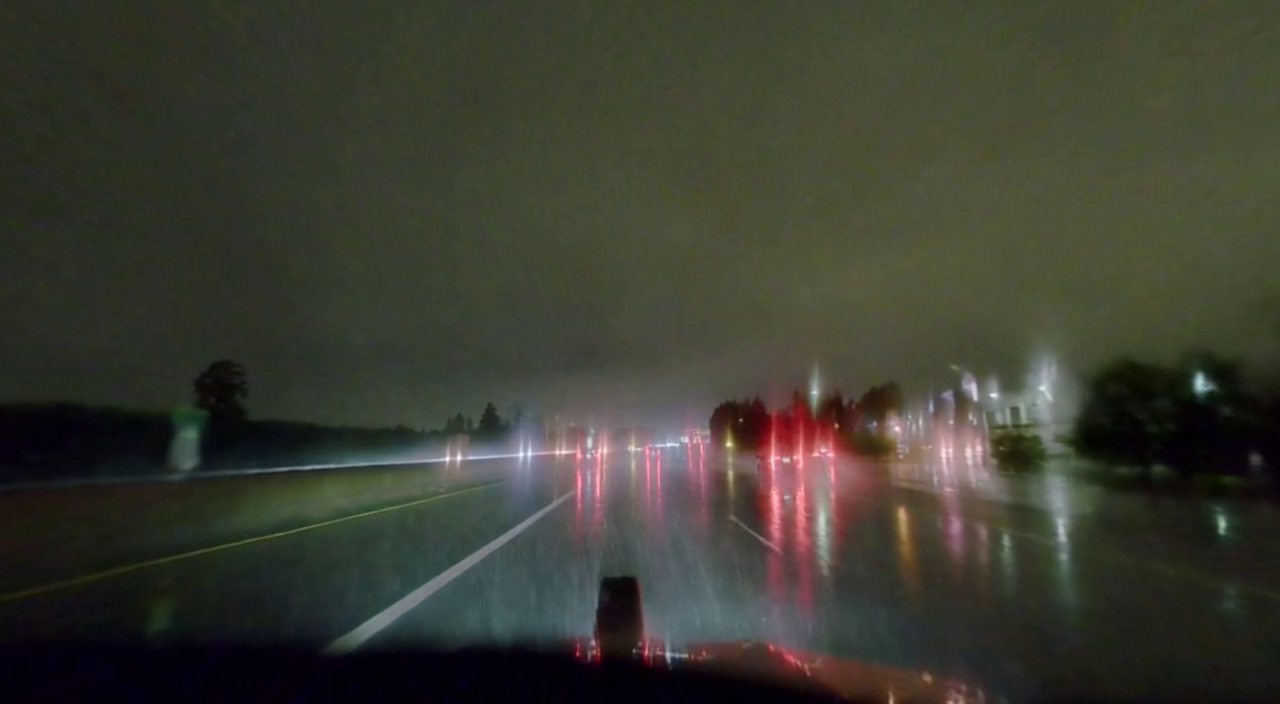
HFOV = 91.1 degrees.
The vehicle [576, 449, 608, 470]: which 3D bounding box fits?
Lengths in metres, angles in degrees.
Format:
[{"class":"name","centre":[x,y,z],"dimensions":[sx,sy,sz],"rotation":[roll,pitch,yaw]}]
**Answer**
[{"class":"vehicle","centre":[-3.555,8.068,47.401],"dimensions":[2.001,1.521,3.900],"rotation":[-1,-9,1]}]
